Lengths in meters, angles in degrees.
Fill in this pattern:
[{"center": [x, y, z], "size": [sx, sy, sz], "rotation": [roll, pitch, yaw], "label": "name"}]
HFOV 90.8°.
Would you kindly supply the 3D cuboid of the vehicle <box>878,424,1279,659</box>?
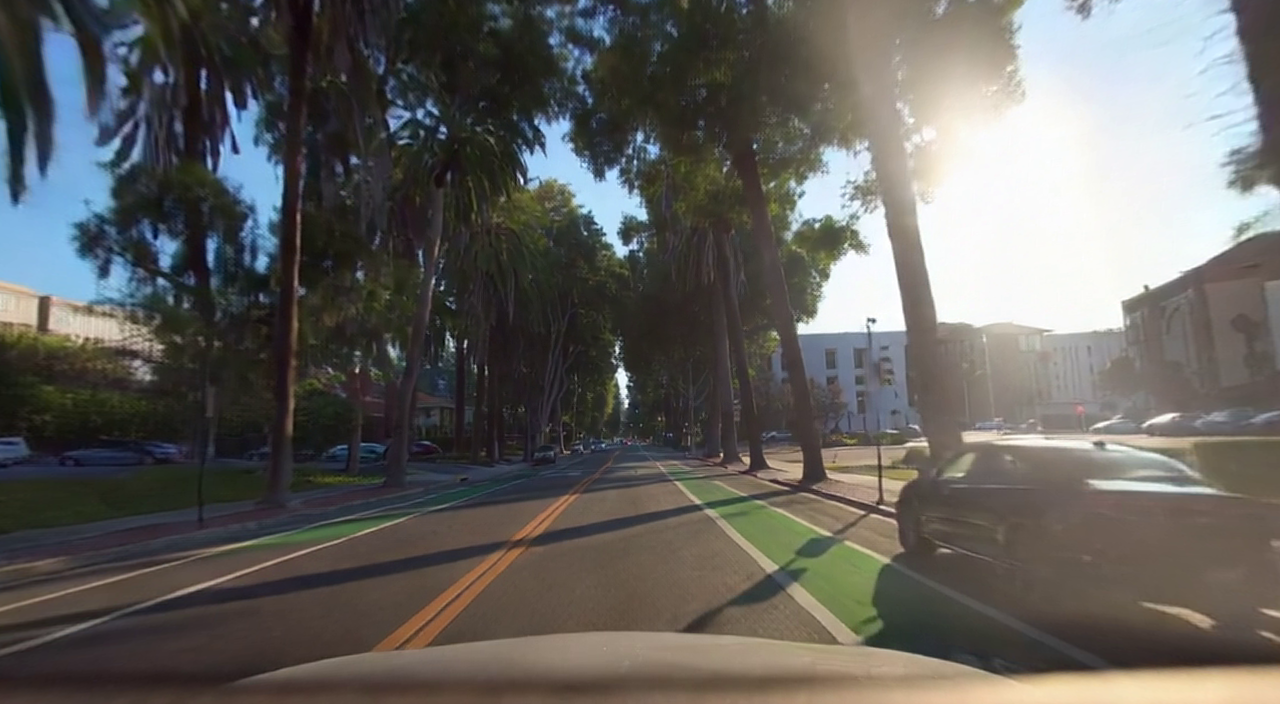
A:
[{"center": [4.476, 1.689, 6.804], "size": [1.997, 1.640, 4.494], "rotation": [0, -9, -1], "label": "vehicle"}]
